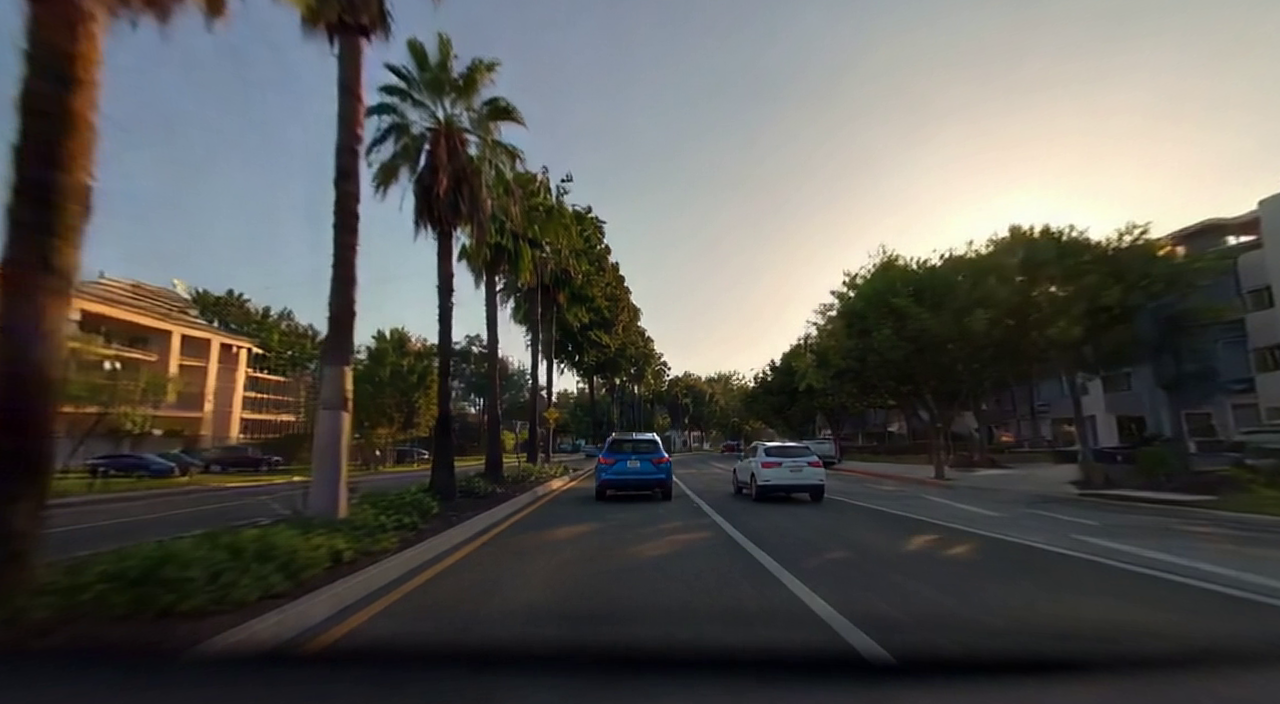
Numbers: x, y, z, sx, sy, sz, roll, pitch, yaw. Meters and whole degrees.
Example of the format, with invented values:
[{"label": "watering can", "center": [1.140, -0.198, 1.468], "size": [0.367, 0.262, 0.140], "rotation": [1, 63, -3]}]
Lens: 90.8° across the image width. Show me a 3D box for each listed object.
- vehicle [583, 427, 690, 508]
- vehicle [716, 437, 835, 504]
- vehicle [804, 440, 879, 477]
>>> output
[{"label": "vehicle", "center": [-0.103, 2.755, 15.511], "size": [2.239, 1.693, 4.301], "rotation": [0, -8, -1]}, {"label": "vehicle", "center": [3.313, 2.992, 16.471], "size": [1.941, 1.472, 4.570], "rotation": [0, -8, -2]}, {"label": "vehicle", "center": [9.749, 5.190, 30.977], "size": [1.981, 1.613, 4.787], "rotation": [2, -9, -2]}]
